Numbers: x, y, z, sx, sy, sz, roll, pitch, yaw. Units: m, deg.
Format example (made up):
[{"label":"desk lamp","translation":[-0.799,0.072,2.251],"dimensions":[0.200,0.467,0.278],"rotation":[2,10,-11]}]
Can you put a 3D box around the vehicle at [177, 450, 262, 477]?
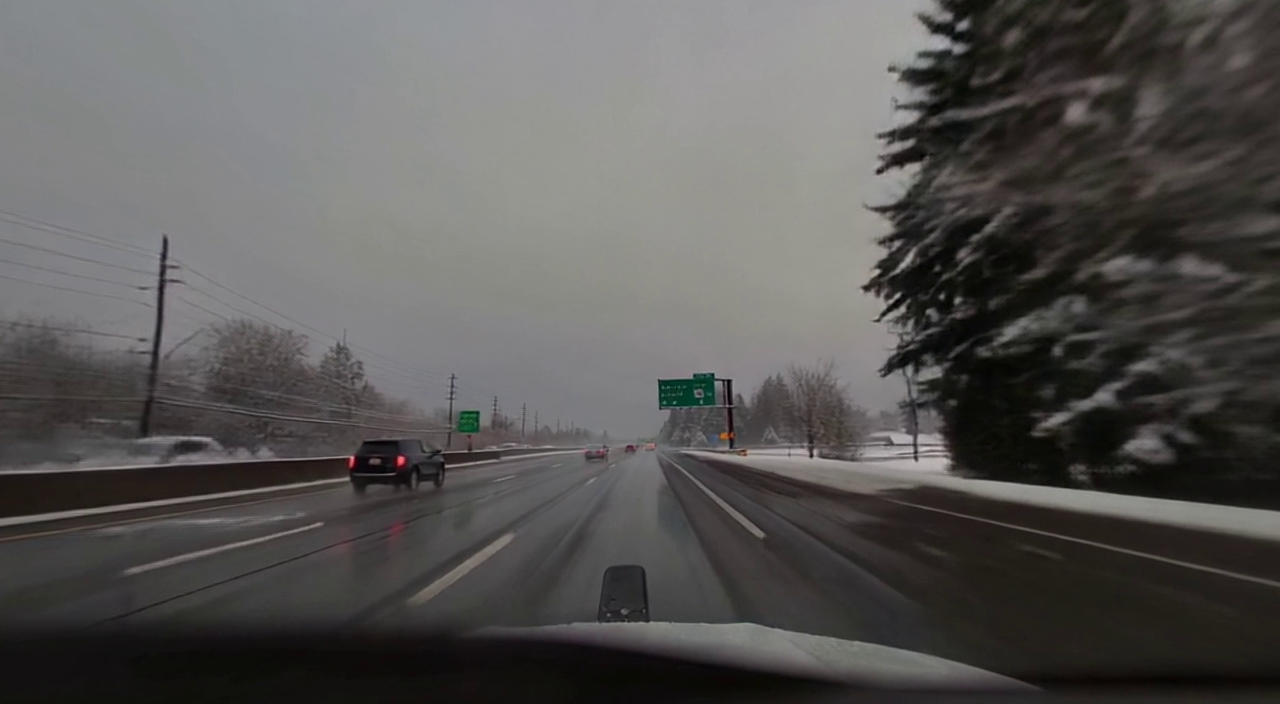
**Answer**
[{"label":"vehicle","translation":[-25.829,6.823,38.902],"dimensions":[2.001,1.498,4.611],"rotation":[0,-9,1]}]

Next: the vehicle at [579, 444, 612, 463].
[{"label":"vehicle","translation":[-3.355,7.707,48.111],"dimensions":[2.048,1.368,4.613],"rotation":[0,-9,1]}]

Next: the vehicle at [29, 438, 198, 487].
[{"label":"vehicle","translation":[-18.312,3.848,22.303],"dimensions":[1.922,1.510,4.669],"rotation":[0,-9,1]}]

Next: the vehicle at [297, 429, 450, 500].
[{"label":"vehicle","translation":[-7.233,3.106,17.809],"dimensions":[2.118,1.696,4.836],"rotation":[0,-9,1]}]
